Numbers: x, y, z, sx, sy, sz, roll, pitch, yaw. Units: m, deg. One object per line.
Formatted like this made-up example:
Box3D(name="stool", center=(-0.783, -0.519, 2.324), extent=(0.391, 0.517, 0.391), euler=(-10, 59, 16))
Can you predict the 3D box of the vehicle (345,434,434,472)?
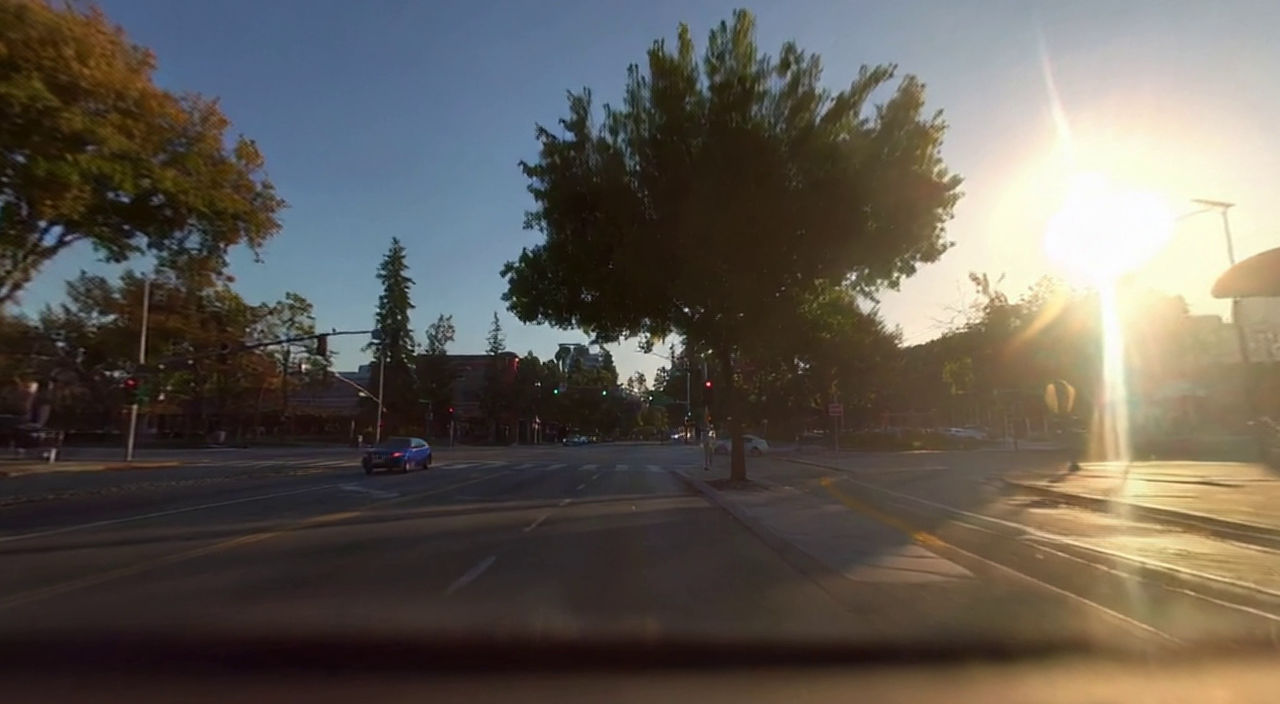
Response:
Box3D(name="vehicle", center=(-10.731, 4.368, 27.417), extent=(1.924, 1.502, 4.727), euler=(0, -9, 0))
